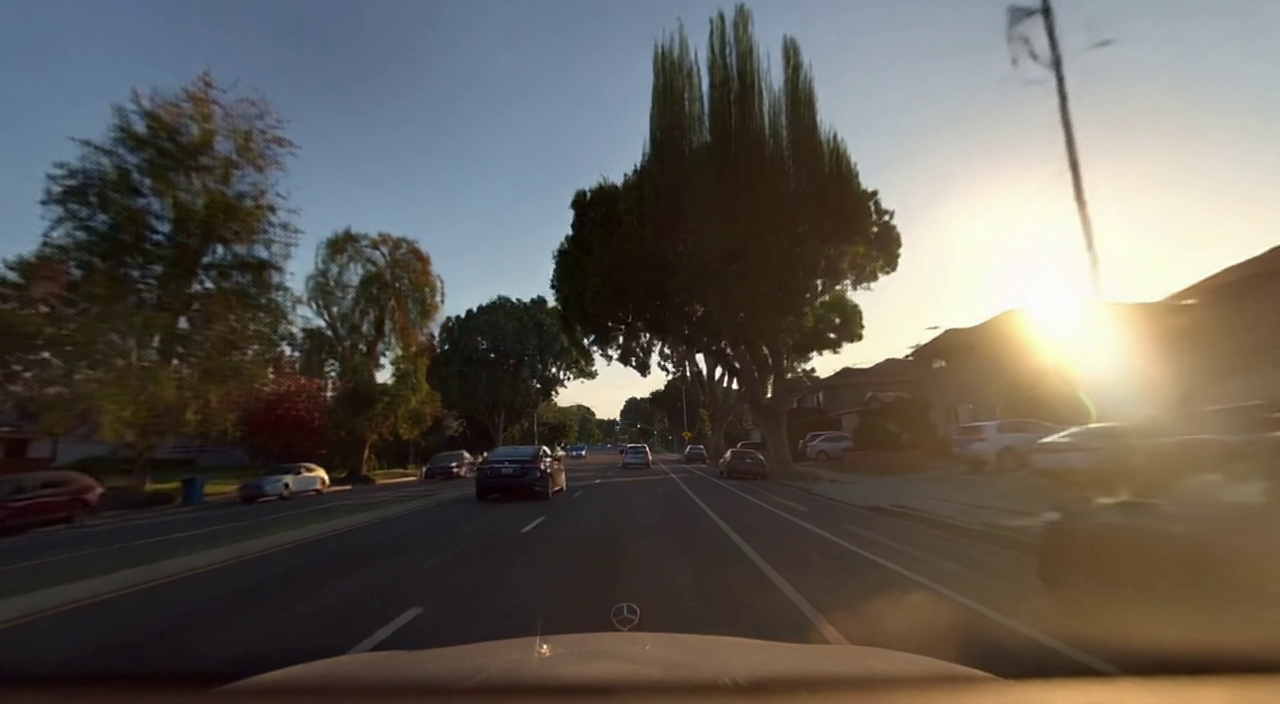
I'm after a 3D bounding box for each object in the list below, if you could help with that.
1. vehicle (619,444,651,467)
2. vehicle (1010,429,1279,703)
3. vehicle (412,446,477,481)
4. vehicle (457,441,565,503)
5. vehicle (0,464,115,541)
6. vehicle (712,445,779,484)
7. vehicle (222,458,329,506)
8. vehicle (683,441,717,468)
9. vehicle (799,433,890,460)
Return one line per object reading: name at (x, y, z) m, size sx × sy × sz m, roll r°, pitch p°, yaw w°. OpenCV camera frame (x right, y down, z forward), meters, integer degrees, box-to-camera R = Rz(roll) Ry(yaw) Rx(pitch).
vehicle at (-0.322, 7.102, 43.412) m, size 2.088 × 1.495 × 4.048 m, roll 0°, pitch -9°, yaw 0°
vehicle at (4.250, 1.151, 3.330) m, size 1.881 × 1.480 × 4.536 m, roll 0°, pitch -9°, yaw 1°
vehicle at (-10.271, 5.882, 33.528) m, size 1.937 × 1.701 × 4.438 m, roll 0°, pitch -9°, yaw 1°
vehicle at (-3.385, 3.235, 17.547) m, size 2.027 × 1.477 × 4.413 m, roll 0°, pitch -9°, yaw 1°
vehicle at (-14.570, 3.414, 13.968) m, size 1.904 × 1.497 × 4.848 m, roll -5°, pitch -8°, yaw -1°
vehicle at (4.289, 4.615, 26.312) m, size 1.944 × 1.470 × 4.530 m, roll 0°, pitch -9°, yaw -1°
vehicle at (-14.781, 5.246, 25.949) m, size 1.998 × 1.498 × 4.668 m, roll -5°, pitch -8°, yaw -5°
vehicle at (4.054, 7.051, 43.654) m, size 1.943 × 1.788 × 4.462 m, roll 0°, pitch -9°, yaw 0°
vehicle at (11.618, 5.391, 36.125) m, size 4.537 × 1.465 × 1.923 m, roll 0°, pitch -8°, yaw 2°
